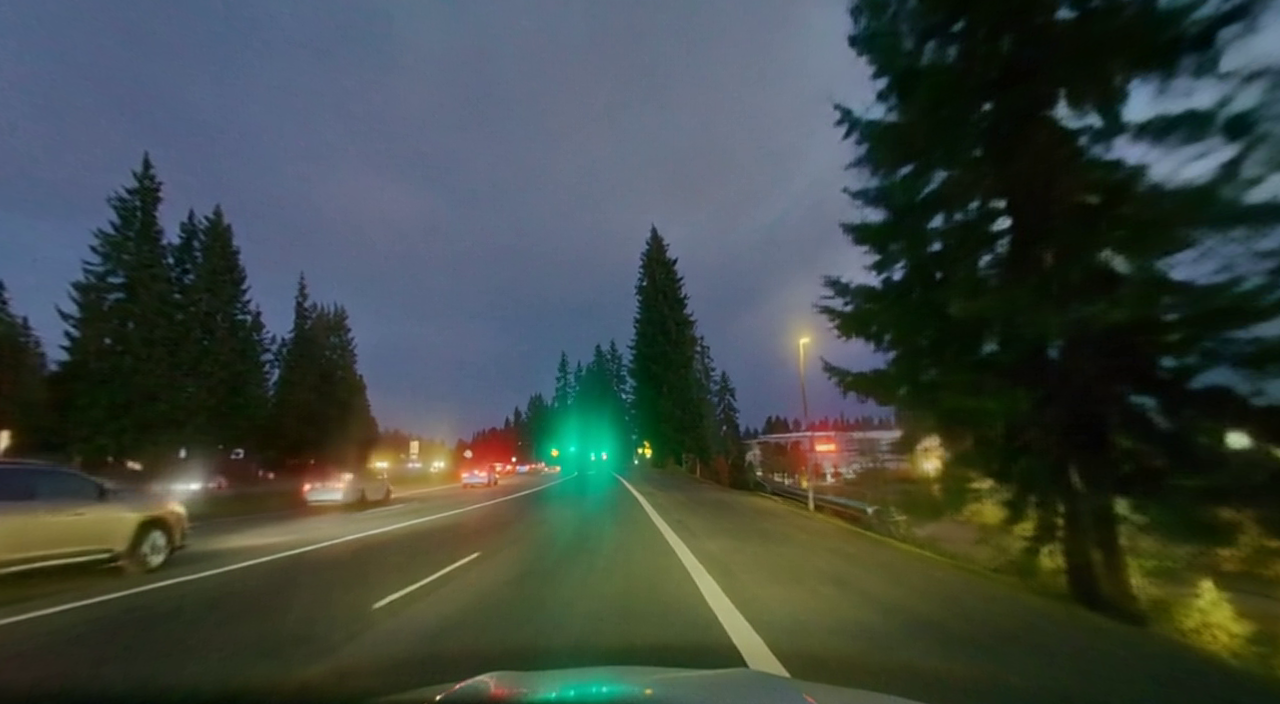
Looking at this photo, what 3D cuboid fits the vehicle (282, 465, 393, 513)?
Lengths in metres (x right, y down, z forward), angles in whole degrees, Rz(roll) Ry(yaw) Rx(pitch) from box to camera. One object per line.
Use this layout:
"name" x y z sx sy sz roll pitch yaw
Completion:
"vehicle" -11.206 5.072 23.796 1.781 1.476 4.513 -1 -9 3

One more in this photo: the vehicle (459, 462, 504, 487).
"vehicle" -10.755 8.327 43.171 1.886 1.535 4.742 0 -9 0

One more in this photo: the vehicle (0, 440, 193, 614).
"vehicle" -7.589 1.803 6.585 2.210 1.737 4.649 -1 -9 4
